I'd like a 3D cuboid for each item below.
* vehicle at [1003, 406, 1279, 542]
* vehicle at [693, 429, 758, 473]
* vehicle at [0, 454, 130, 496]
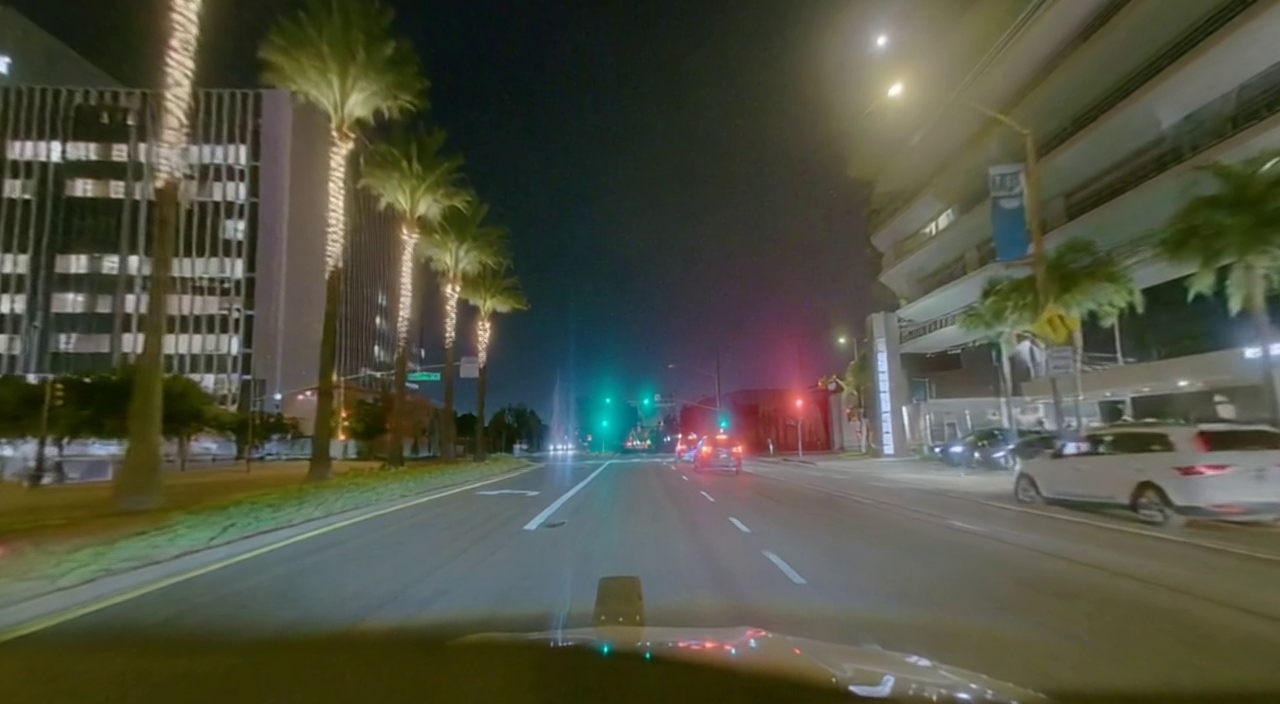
[{"bbox_3d":[8.685,1.924,10.608,2.192,1.725,4.920,0,-8,-1],"label":"vehicle"},{"bbox_3d":[3.610,4.312,27.624,2.060,1.756,4.770,0,-8,-1],"label":"vehicle"},{"bbox_3d":[-23.534,4.913,25.645,1.860,1.485,4.833,0,-8,-3],"label":"vehicle"}]
